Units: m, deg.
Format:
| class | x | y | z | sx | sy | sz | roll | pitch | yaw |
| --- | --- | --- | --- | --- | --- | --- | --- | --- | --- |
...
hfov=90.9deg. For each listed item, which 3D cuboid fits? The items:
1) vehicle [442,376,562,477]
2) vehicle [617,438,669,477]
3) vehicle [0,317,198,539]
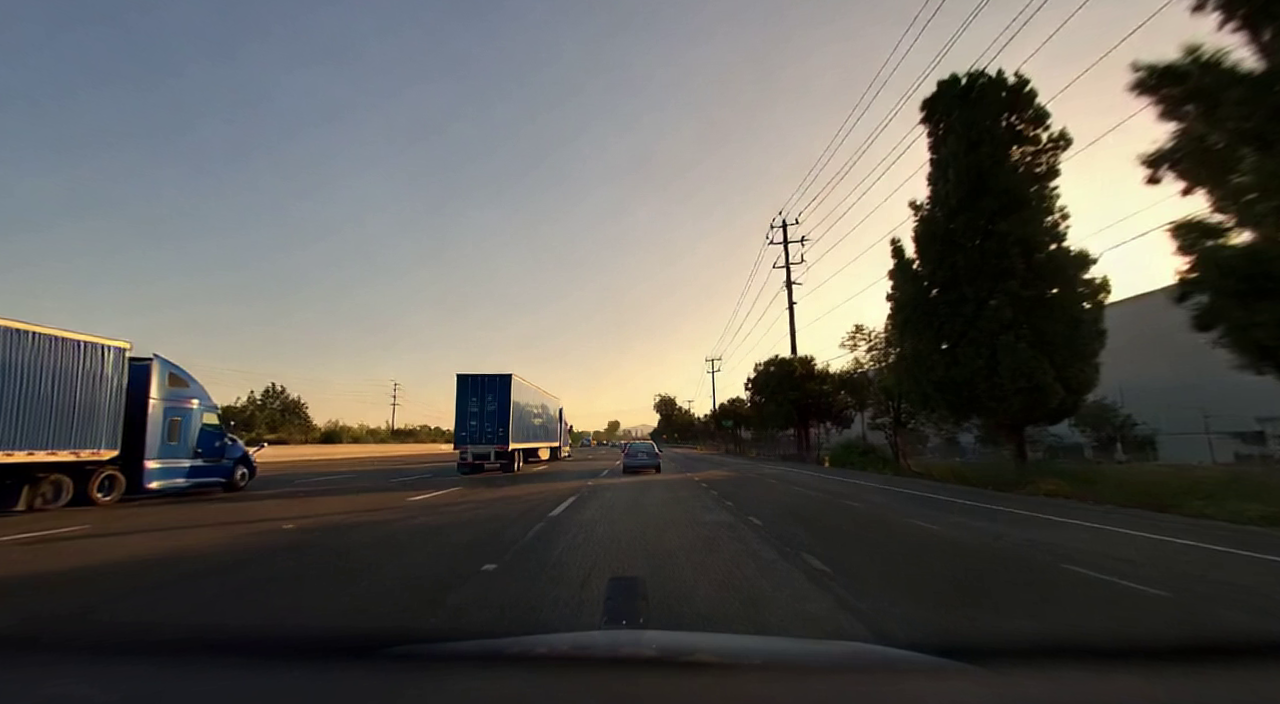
| class | x | y | z | sx | sy | sz | roll | pitch | yaw |
| --- | --- | --- | --- | --- | --- | --- | --- | --- | --- |
| vehicle | -6.516 | 4.132 | 33.198 | 2.907 | 4.081 | 15.311 | 0 | -8 | 0 |
| vehicle | 0.087 | 4.499 | 27.164 | 2.055 | 1.514 | 4.323 | 0 | -8 | 0 |
| vehicle | -10.607 | 0.959 | 8.097 | 2.896 | 3.140 | 9.491 | 0 | -8 | 0 |
